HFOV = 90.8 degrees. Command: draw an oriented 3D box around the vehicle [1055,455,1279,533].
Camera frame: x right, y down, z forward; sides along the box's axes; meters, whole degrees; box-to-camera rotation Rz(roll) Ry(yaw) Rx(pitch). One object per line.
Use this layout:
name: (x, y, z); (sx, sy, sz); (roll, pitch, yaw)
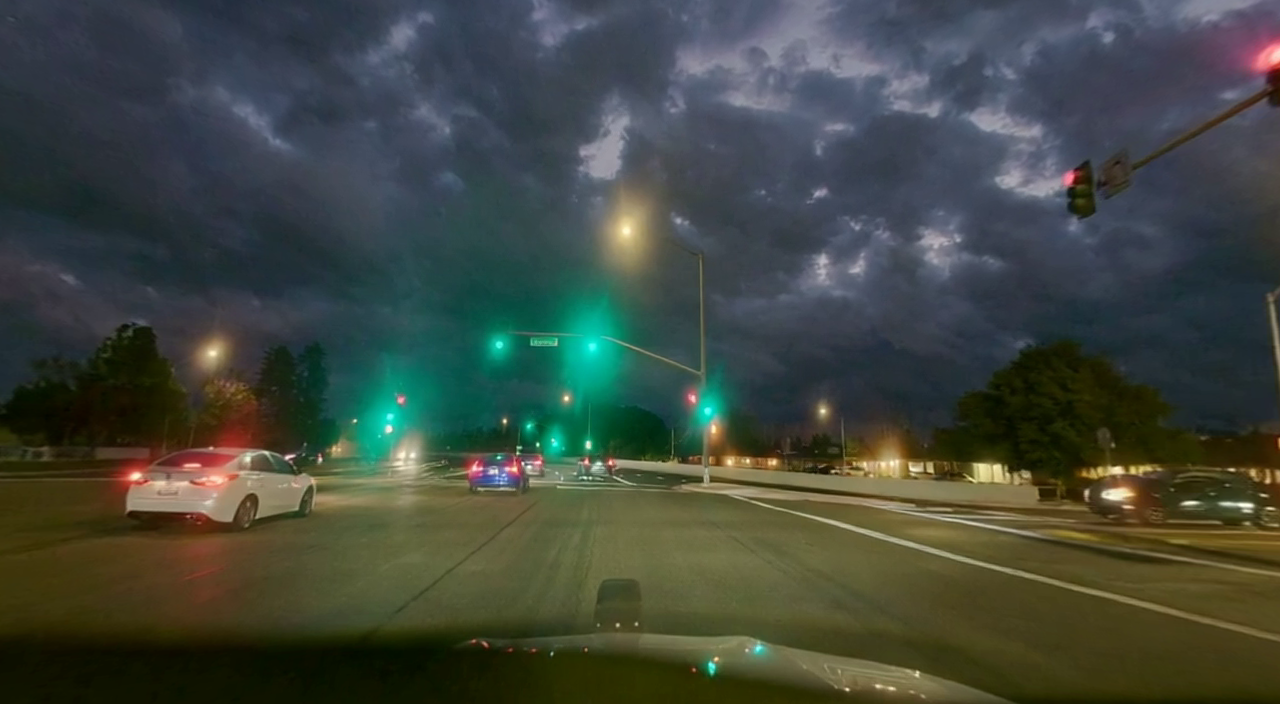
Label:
vehicle: (11.723, 2.952, 13.396); (4.439, 1.477, 1.895); (0, -8, 2)

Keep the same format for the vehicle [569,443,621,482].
vehicle: (-2.599, 6.114, 35.295); (2.526, 1.982, 5.294); (1, -9, -8)

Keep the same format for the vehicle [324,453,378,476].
vehicle: (-20.057, 7.779, 44.033); (2.052, 1.450, 4.634); (1, -8, -7)

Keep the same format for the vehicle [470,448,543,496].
vehicle: (-4.986, 4.529, 24.341); (2.098, 1.613, 4.606); (0, -8, -4)

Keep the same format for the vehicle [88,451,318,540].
vehicle: (-8.339, 2.713, 12.613); (1.889, 1.429, 4.029); (0, -8, -4)
